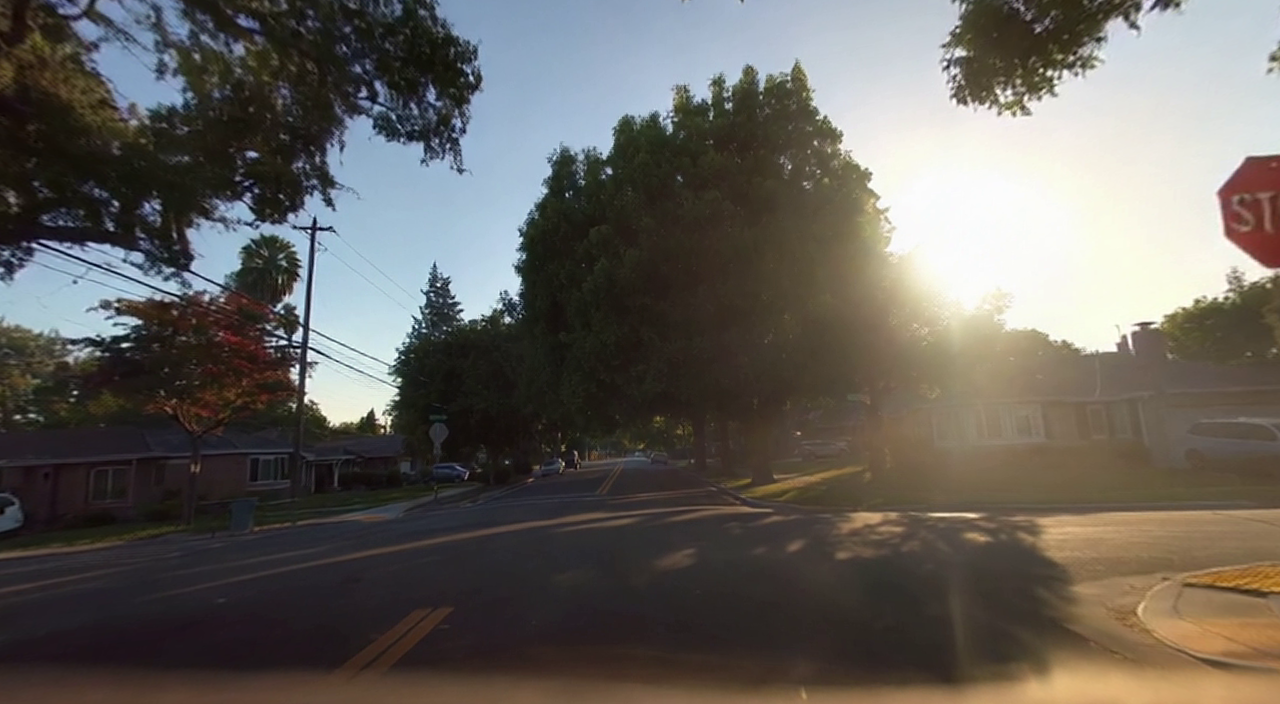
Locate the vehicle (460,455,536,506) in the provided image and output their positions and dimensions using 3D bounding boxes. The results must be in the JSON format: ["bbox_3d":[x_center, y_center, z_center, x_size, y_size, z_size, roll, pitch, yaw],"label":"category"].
[{"bbox_3d":[-6.207,5.649,28.144,2.149,1.823,4.613,-6,-9,1],"label":"vehicle"}]

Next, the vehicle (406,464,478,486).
[{"bbox_3d":[-14.183,8.825,45.308,4.601,1.486,1.876,-2,-9,12],"label":"vehicle"}]

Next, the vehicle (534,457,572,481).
[{"bbox_3d":[-6.536,8.870,48.038,2.133,1.525,4.401,-4,-9,1],"label":"vehicle"}]

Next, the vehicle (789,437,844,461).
[{"bbox_3d":[12.404,6.854,44.597,3.563,1.551,1.916,-2,-9,12],"label":"vehicle"}]
